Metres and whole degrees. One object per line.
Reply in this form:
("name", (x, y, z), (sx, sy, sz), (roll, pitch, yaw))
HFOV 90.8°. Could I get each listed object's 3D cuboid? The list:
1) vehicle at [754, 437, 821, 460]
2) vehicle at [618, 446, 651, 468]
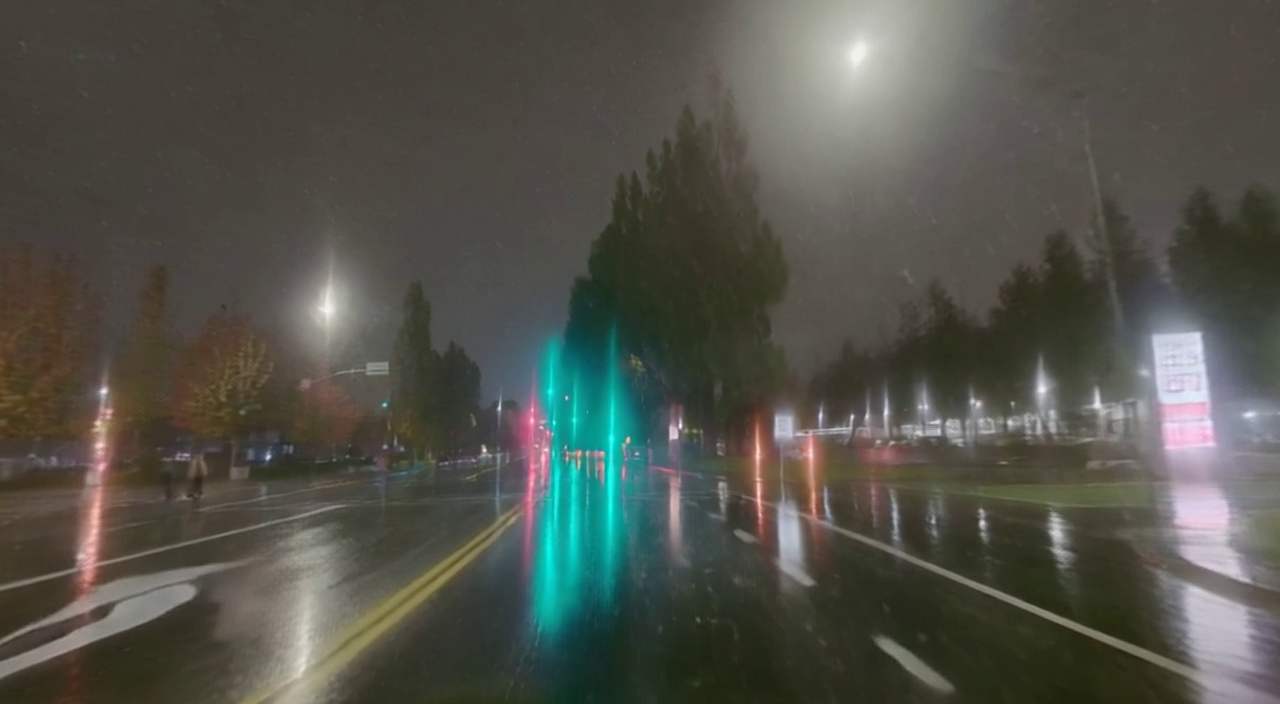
("vehicle", (10.347, 6.793, 44.448), (4.201, 1.546, 1.749), (1, -8, -7))
("vehicle", (-0.456, 7.947, 48.083), (1.866, 1.492, 4.093), (1, -8, -10))
